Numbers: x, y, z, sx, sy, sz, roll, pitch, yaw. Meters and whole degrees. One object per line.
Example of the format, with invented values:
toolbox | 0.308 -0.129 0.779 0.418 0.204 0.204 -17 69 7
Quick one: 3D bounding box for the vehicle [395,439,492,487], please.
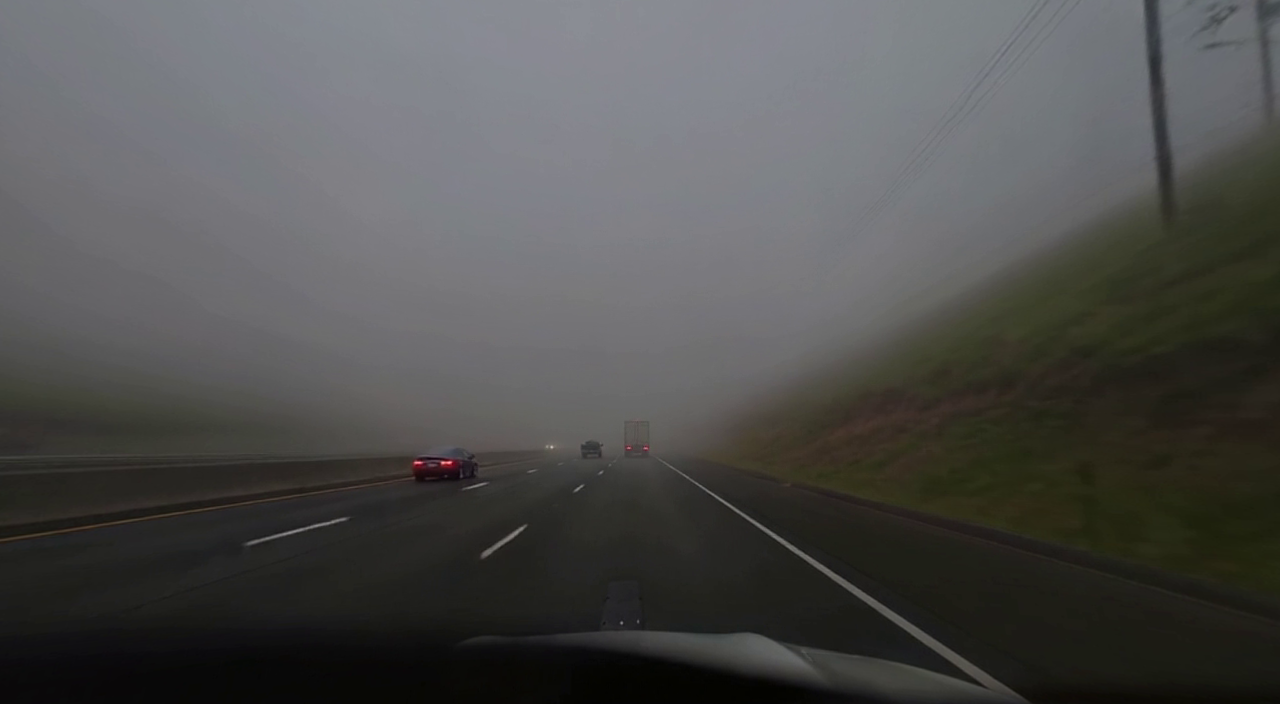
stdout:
vehicle | -7.062 4.039 23.221 2.066 1.558 4.607 0 -9 0
